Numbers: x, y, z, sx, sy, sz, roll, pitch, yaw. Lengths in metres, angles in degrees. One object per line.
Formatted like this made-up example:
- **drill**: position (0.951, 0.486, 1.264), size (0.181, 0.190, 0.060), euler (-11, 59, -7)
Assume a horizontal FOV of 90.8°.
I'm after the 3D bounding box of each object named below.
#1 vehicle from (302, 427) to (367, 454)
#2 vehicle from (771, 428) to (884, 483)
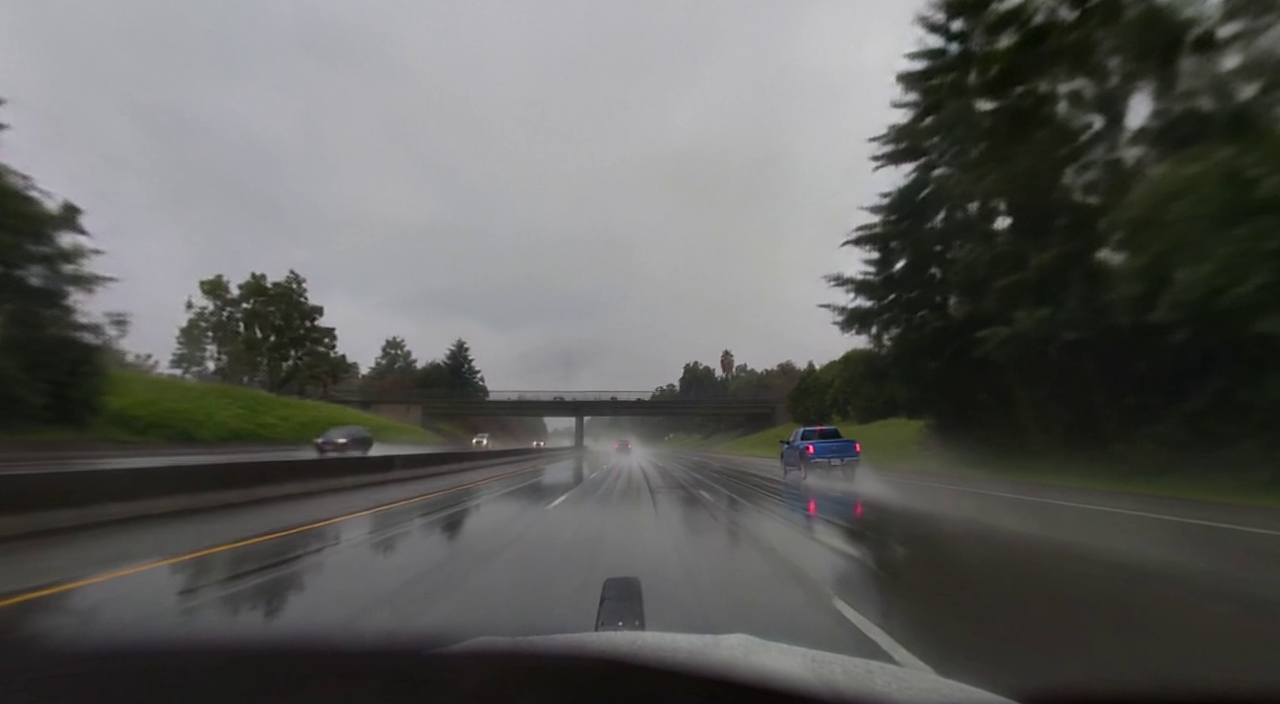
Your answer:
- **vehicle**: position (-19.937, 5.848, 41.472), size (1.945, 1.626, 4.742), euler (-1, -9, 0)
- **vehicle**: position (6.907, 3.920, 24.252), size (2.395, 1.819, 6.086), euler (0, -9, -1)
